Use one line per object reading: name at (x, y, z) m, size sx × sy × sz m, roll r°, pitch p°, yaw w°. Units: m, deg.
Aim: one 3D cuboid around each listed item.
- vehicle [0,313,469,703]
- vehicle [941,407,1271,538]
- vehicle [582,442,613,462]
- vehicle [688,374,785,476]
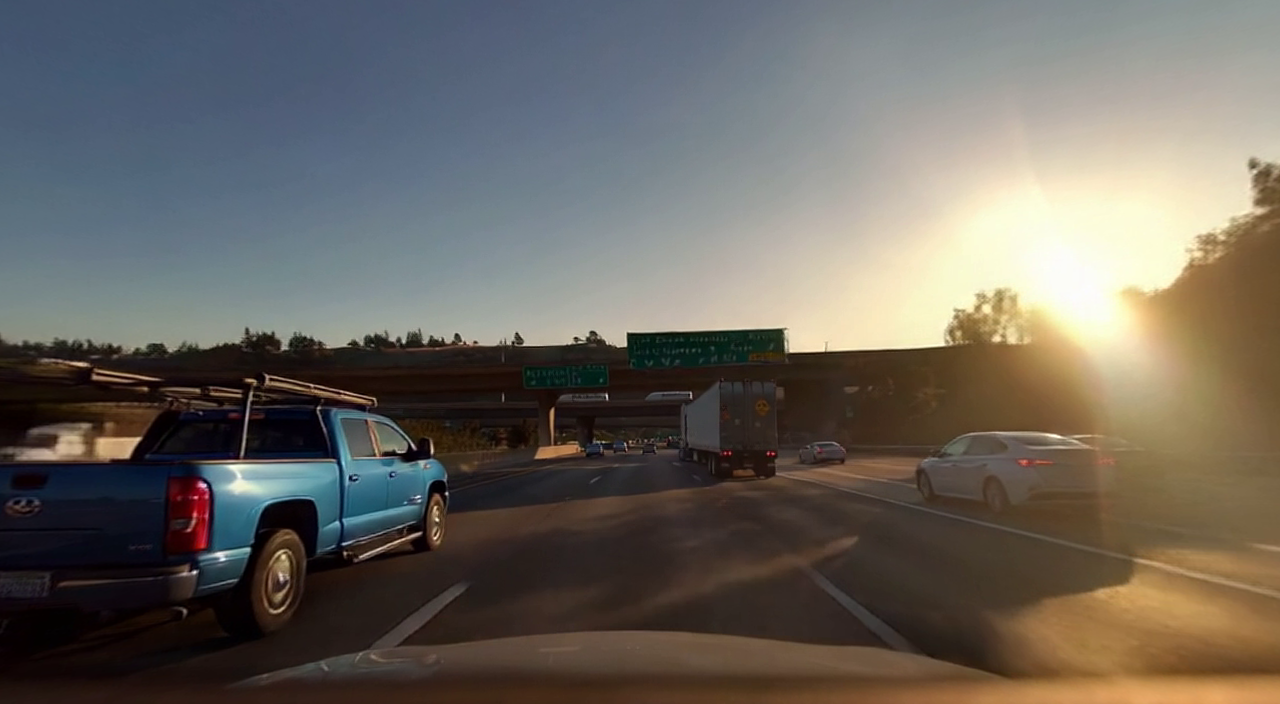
vehicle at (-3.870, 1.277, 6.241) m, size 2.599 × 2.054 × 6.288 m, roll 0°, pitch -8°, yaw 0°
vehicle at (7.264, 1.926, 10.675) m, size 1.999 × 1.700 × 4.640 m, roll 0°, pitch -8°, yaw 0°
vehicle at (-3.216, 7.634, 48.325) m, size 2.077 × 1.446 × 4.106 m, roll 0°, pitch -8°, yaw 1°
vehicle at (4.361, 3.851, 31.744) m, size 2.885 × 4.036 × 12.891 m, roll 0°, pitch -8°, yaw 0°
